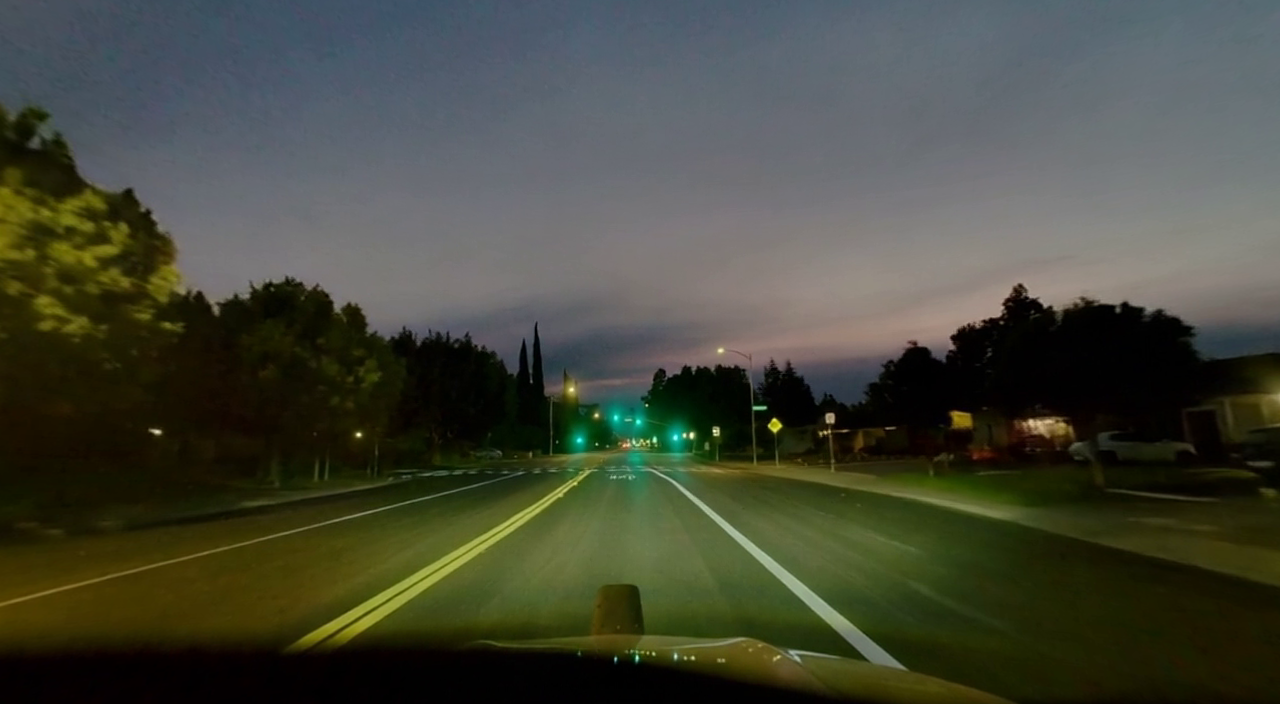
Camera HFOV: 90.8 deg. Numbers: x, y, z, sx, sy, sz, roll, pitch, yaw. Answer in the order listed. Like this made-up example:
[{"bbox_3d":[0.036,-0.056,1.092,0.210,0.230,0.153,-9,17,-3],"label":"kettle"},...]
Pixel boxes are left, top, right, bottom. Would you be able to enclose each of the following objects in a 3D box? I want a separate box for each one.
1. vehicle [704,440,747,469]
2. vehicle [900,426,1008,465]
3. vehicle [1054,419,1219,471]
[{"bbox_3d":[6.254,7.563,46.772,2.396,2.004,4.943,0,-8,-1],"label":"vehicle"},{"bbox_3d":[17.846,5.350,36.126,4.937,2.091,2.263,0,-8,2],"label":"vehicle"},{"bbox_3d":[20.455,3.860,26.230,4.832,1.850,2.294,-2,-9,0],"label":"vehicle"}]
